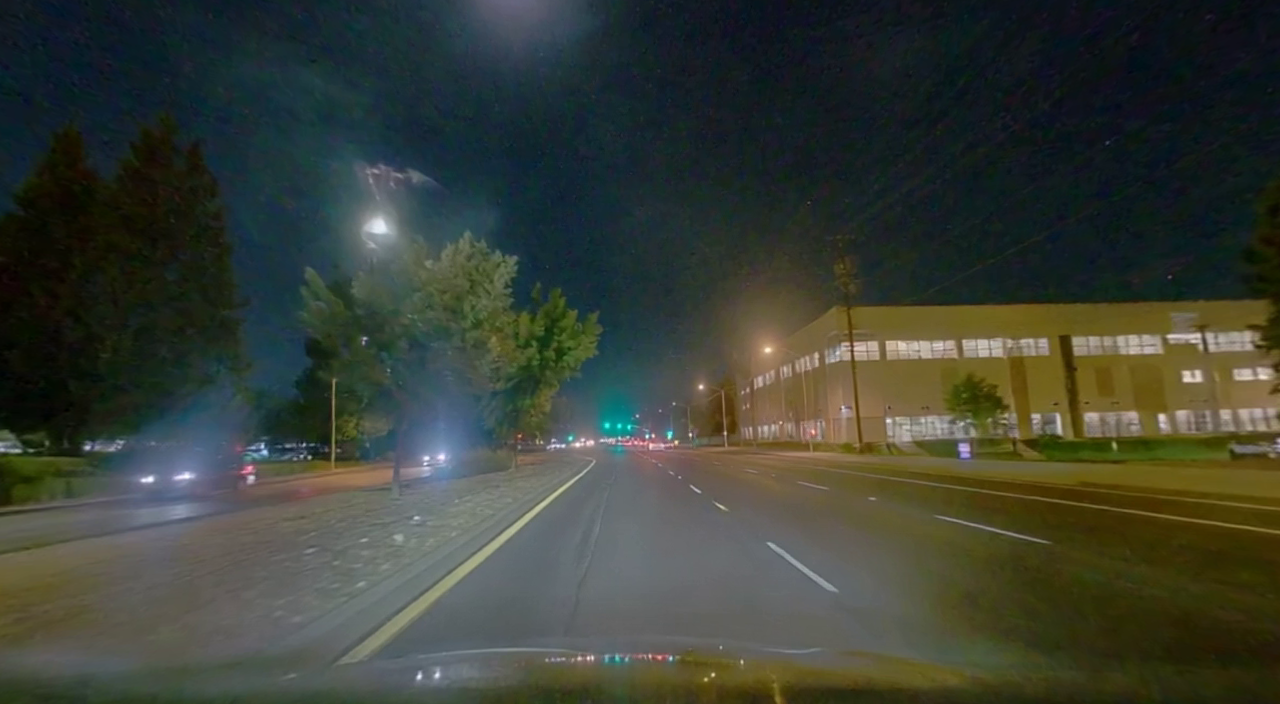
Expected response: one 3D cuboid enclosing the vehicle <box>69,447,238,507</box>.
[{"bbox_3d":[-18.589,4.751,24.648,2.155,2.011,5.707,0,-8,-2],"label":"vehicle"}]
